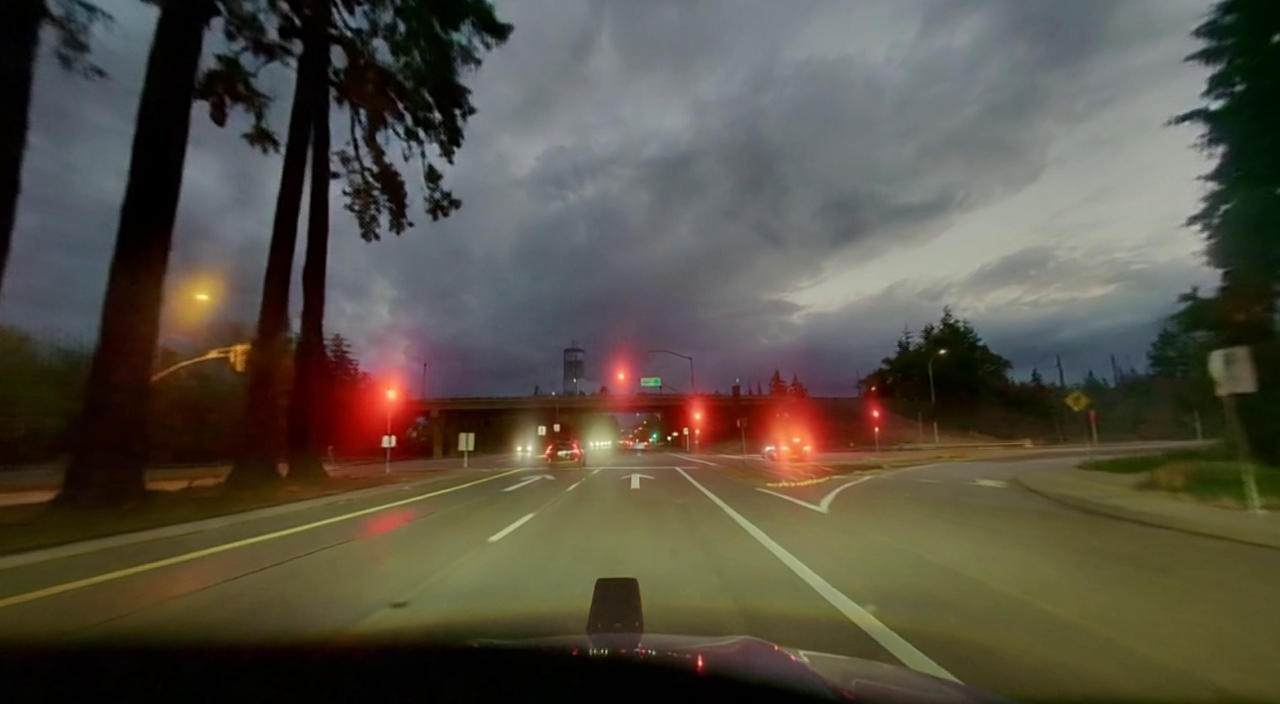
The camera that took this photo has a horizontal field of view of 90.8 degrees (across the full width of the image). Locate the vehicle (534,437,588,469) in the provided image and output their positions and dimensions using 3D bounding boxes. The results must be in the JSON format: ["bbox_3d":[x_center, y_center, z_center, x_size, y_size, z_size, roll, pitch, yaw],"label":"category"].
[{"bbox_3d":[-3.835,4.984,31.357,2.082,1.472,4.310,0,-9,0],"label":"vehicle"}]

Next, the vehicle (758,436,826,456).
[{"bbox_3d":[11.734,7.283,48.944,4.691,1.466,1.800,1,-9,-6],"label":"vehicle"}]
